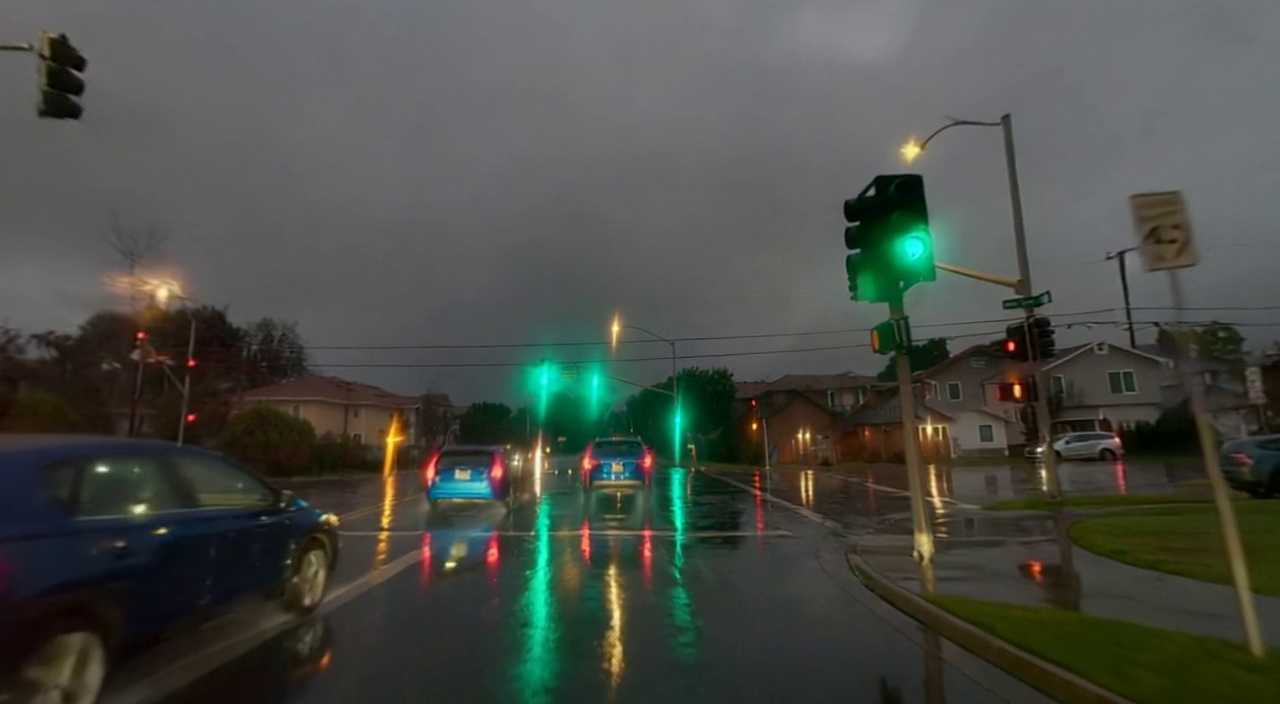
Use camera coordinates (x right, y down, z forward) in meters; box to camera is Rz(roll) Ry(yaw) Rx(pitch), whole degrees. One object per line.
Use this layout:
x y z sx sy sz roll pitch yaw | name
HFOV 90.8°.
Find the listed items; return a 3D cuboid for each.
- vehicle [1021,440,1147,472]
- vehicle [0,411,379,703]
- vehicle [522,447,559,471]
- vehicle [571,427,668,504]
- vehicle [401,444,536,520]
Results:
20.699 4.878 29.648 4.353 1.431 1.876 -2 -9 13 | vehicle
-3.484 1.152 3.581 1.977 1.488 4.741 0 -8 0 | vehicle
-7.470 8.054 47.796 2.069 1.651 4.431 0 -8 0 | vehicle
-0.548 3.156 17.994 2.396 1.881 4.606 0 -8 -1 | vehicle
-3.696 2.860 14.517 1.934 1.459 4.368 0 -8 -1 | vehicle
